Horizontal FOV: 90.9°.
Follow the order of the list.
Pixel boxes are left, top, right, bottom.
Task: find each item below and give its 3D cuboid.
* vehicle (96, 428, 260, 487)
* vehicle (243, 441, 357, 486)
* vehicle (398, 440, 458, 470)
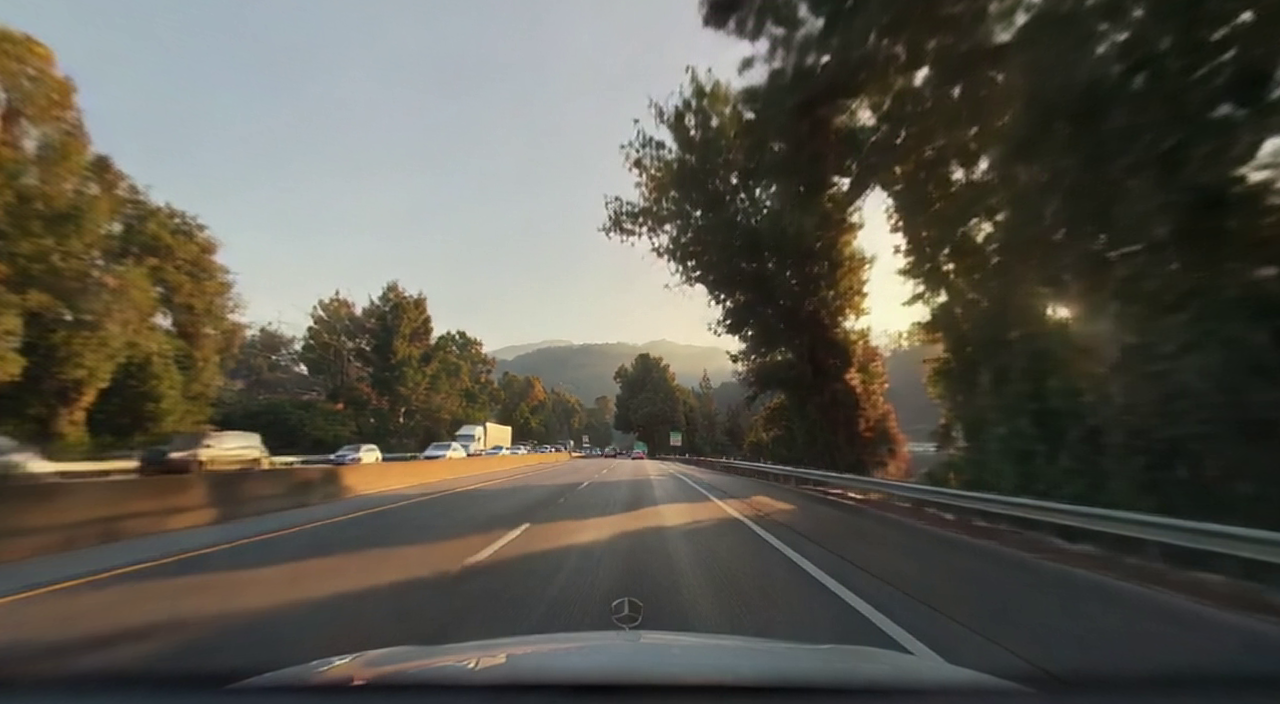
[{"bbox_3d":[-16.872,3.896,23.510,2.077,1.953,5.305,0,-9,0],"label":"vehicle"},{"bbox_3d":[-12.431,4.085,23.386,1.887,1.507,4.030,0,-9,1],"label":"vehicle"},{"bbox_3d":[-12.827,6.261,38.429,2.007,1.684,4.613,0,-9,0],"label":"vehicle"}]
